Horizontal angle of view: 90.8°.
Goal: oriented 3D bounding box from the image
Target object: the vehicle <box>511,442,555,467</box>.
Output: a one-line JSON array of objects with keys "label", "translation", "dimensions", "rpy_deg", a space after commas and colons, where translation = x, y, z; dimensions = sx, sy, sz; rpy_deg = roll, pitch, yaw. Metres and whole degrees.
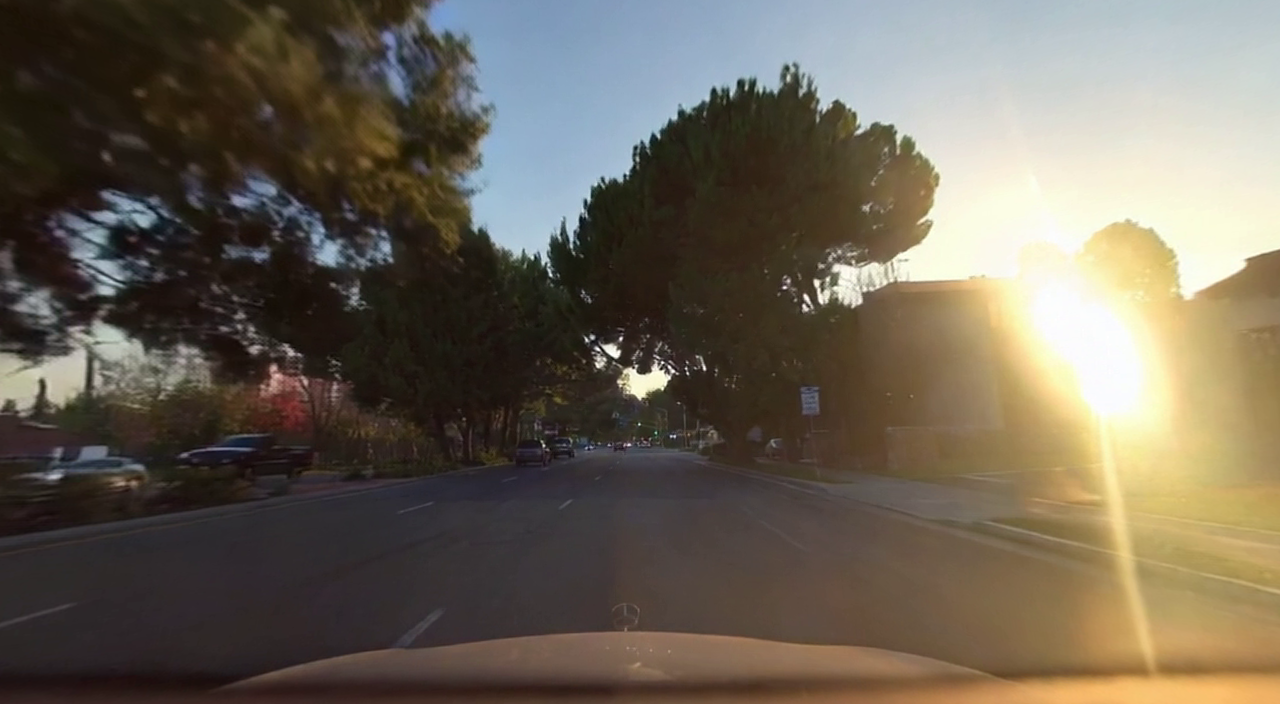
[{"label": "vehicle", "translation": [-6.590, 6.352, 39.288], "dimensions": [1.970, 1.456, 4.441], "rpy_deg": [0, -9, 0]}]

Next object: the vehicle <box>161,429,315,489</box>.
[{"label": "vehicle", "translation": [-15.024, 4.032, 24.140], "dimensions": [2.326, 2.030, 5.373], "rpy_deg": [0, -9, 0]}]

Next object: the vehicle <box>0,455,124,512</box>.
[{"label": "vehicle", "translation": [-17.927, 3.797, 18.620], "dimensions": [1.794, 1.449, 4.384], "rpy_deg": [0, -9, -1]}]
